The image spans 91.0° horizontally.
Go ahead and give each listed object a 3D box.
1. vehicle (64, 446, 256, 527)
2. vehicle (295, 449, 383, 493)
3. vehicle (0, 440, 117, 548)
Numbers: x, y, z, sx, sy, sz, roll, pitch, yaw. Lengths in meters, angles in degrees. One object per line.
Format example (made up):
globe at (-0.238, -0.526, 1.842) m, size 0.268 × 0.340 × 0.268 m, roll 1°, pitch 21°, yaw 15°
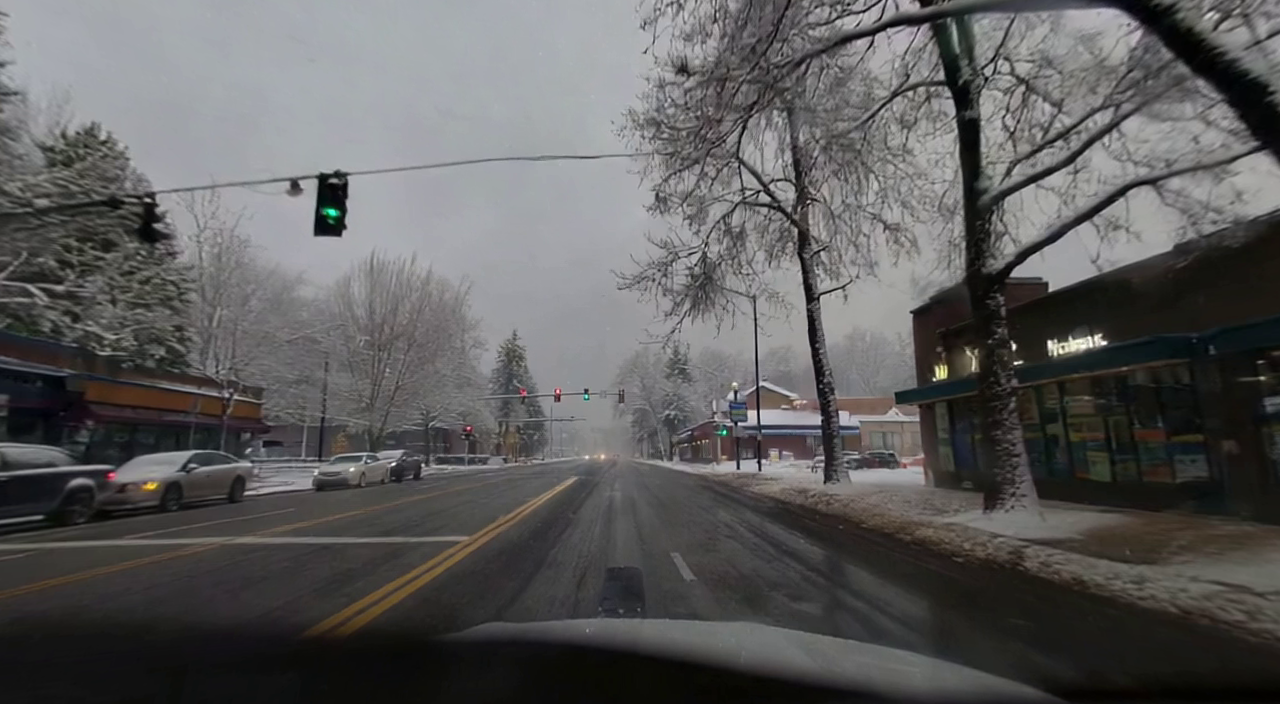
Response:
vehicle at (-11.967, 3.332, 16.124) m, size 1.894 × 1.630 × 4.083 m, roll -4°, pitch -9°, yaw -3°
vehicle at (-12.542, 4.940, 26.481) m, size 1.923 × 1.706 × 3.802 m, roll 0°, pitch -9°, yaw -3°
vehicle at (-11.505, 2.331, 10.331) m, size 1.996 × 1.760 × 4.635 m, roll 0°, pitch -9°, yaw -3°
